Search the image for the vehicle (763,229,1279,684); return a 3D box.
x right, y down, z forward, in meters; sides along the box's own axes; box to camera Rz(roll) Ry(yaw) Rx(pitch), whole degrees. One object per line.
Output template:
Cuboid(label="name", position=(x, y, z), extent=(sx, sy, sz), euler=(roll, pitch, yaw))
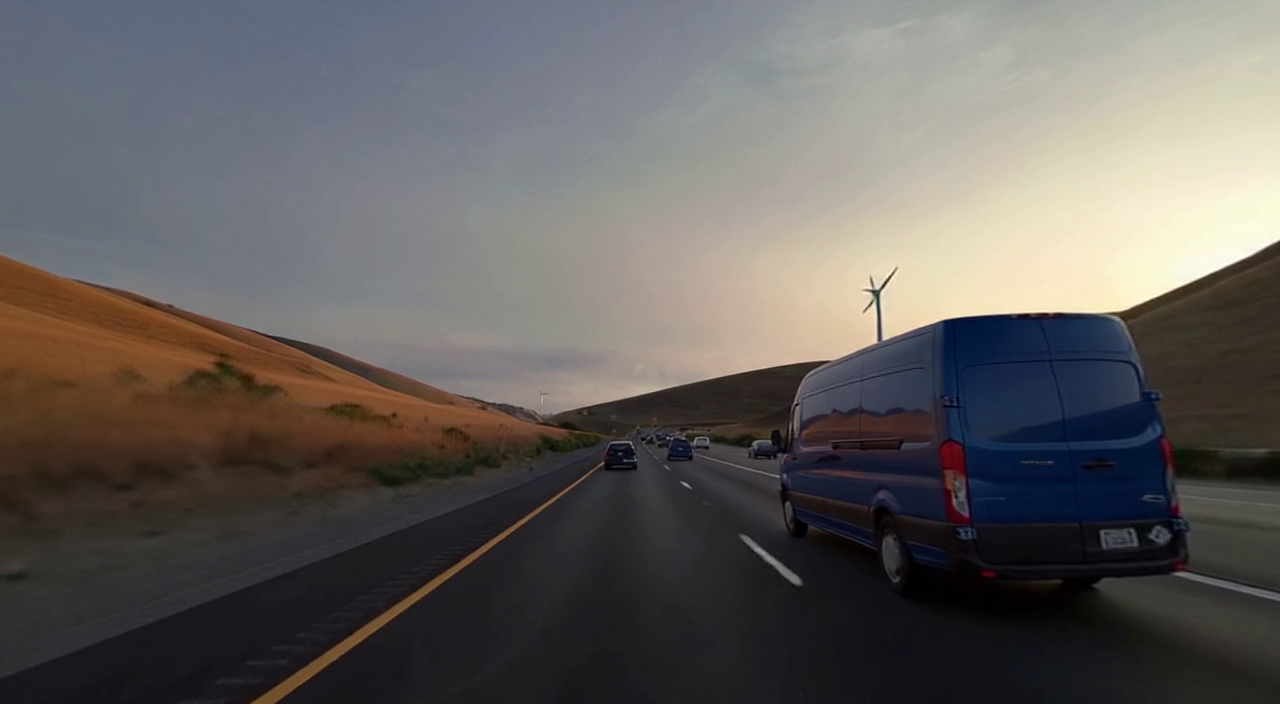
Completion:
Cuboid(label="vehicle", position=(3.067, 0.968, 6.555), extent=(2.365, 2.630, 5.754), euler=(0, -8, 0))

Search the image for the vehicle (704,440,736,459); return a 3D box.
Cuboid(label="vehicle", position=(6.284, 7.703, 49.949), extent=(1.850, 1.475, 4.460), euler=(0, -8, -2))

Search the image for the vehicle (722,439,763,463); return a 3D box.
Cuboid(label="vehicle", position=(6.812, 6.634, 42.405), extent=(1.858, 1.475, 4.421), euler=(0, -8, -2))

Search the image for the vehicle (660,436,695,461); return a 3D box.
Cuboid(label="vehicle", position=(2.628, 6.912, 45.193), extent=(2.108, 1.717, 3.996), euler=(0, -8, -1))

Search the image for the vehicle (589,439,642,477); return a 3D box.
Cuboid(label="vehicle", position=(-0.983, 4.417, 26.537), extent=(2.082, 1.445, 3.826), euler=(0, -8, -1))
